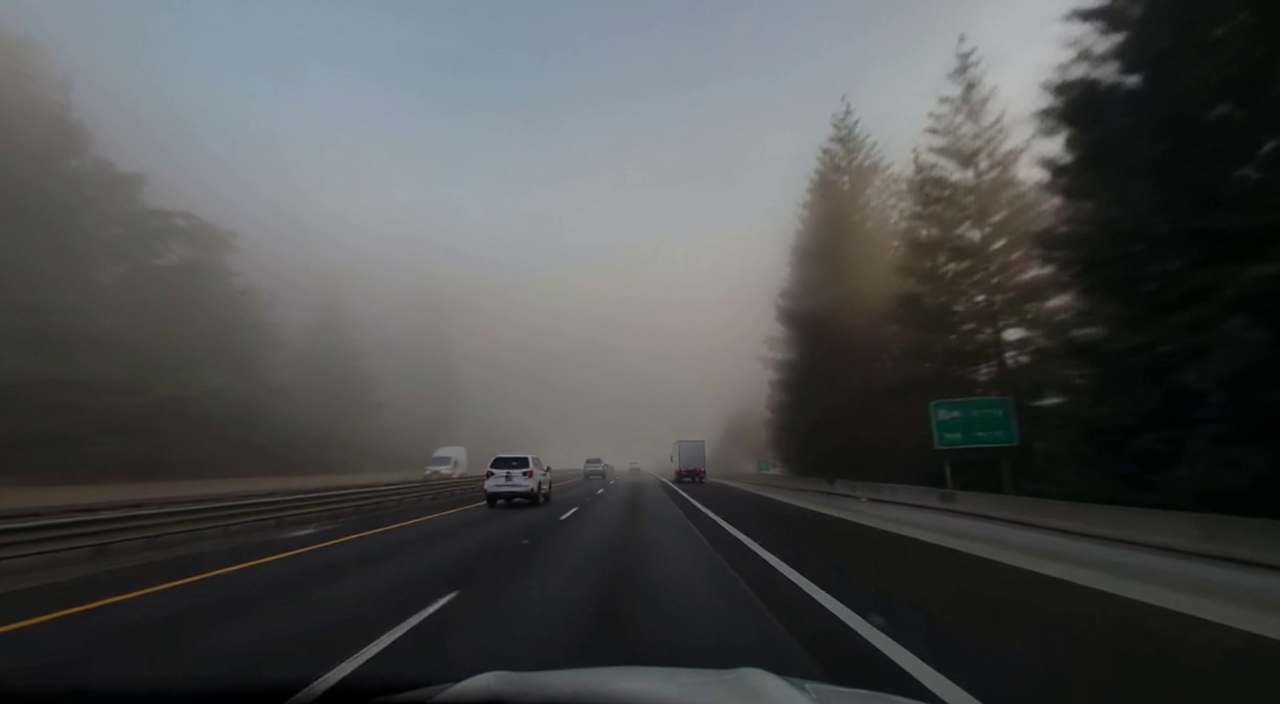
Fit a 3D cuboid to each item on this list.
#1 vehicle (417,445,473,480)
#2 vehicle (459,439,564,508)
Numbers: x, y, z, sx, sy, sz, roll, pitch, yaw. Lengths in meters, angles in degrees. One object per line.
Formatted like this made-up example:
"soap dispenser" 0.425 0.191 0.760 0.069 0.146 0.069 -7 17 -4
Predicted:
"vehicle" -15.302 8.800 49.994 2.333 2.505 6.322 1 -10 0
"vehicle" -3.895 3.836 20.098 2.272 1.873 4.832 1 -10 0
